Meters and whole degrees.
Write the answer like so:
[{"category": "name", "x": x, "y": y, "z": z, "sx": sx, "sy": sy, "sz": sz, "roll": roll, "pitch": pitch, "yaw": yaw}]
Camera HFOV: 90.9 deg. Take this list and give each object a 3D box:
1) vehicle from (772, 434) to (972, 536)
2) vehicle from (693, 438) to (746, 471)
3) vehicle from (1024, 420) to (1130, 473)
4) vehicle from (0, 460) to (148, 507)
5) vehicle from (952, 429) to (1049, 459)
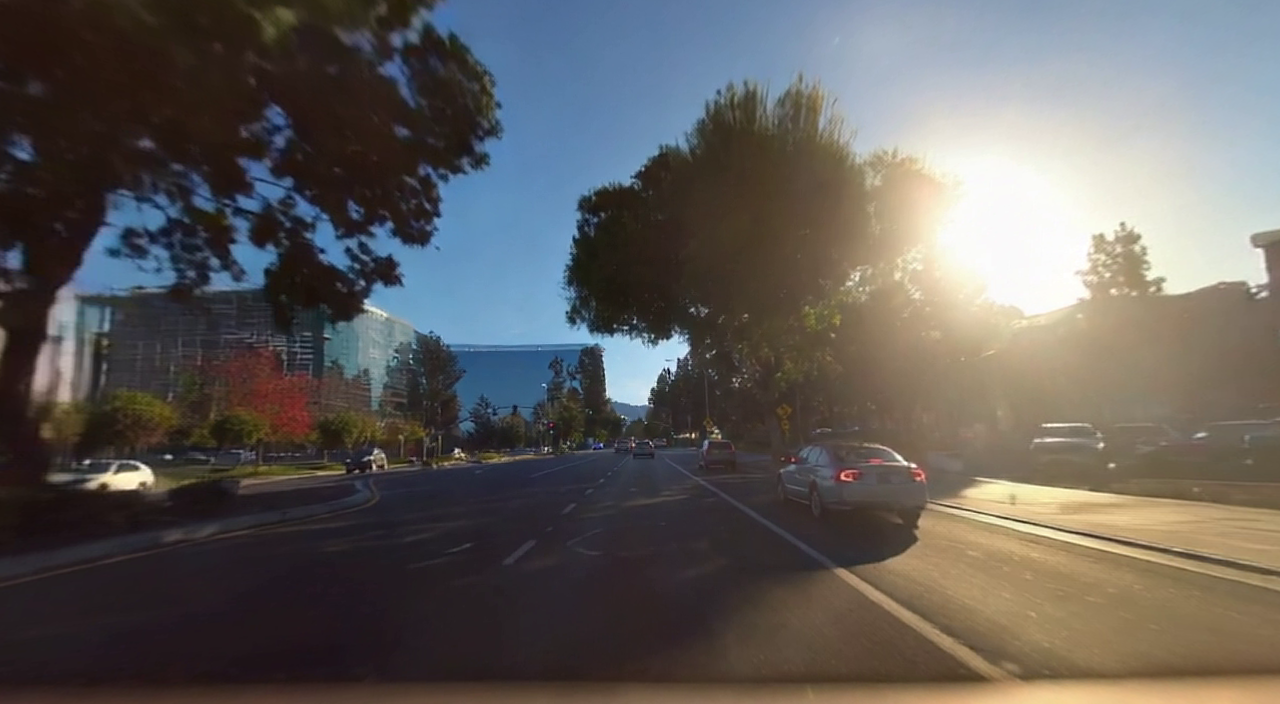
[{"category": "vehicle", "x": 3.799, "y": 2.233, "z": 11.267, "sx": 1.872, "sy": 1.431, "sz": 4.270, "roll": 0, "pitch": -8, "yaw": -1}, {"category": "vehicle", "x": 3.851, "y": 5.071, "z": 31.397, "sx": 1.939, "sy": 1.474, "sz": 4.716, "roll": 0, "pitch": -8, "yaw": -1}, {"category": "vehicle", "x": 14.989, "y": 3.215, "z": 21.520, "sx": 2.165, "sy": 1.591, "sz": 4.471, "roll": -8, "pitch": -12, "yaw": 43}, {"category": "vehicle", "x": -21.641, "y": 4.985, "z": 24.353, "sx": 1.832, "sy": 1.496, "sz": 4.458, "roll": 0, "pitch": -8, "yaw": -3}, {"category": "vehicle", "x": 24.751, "y": 6.319, "z": 43.425, "sx": 5.353, "sy": 1.740, "sz": 1.868, "roll": -4, "pitch": -7, "yaw": 3}]
